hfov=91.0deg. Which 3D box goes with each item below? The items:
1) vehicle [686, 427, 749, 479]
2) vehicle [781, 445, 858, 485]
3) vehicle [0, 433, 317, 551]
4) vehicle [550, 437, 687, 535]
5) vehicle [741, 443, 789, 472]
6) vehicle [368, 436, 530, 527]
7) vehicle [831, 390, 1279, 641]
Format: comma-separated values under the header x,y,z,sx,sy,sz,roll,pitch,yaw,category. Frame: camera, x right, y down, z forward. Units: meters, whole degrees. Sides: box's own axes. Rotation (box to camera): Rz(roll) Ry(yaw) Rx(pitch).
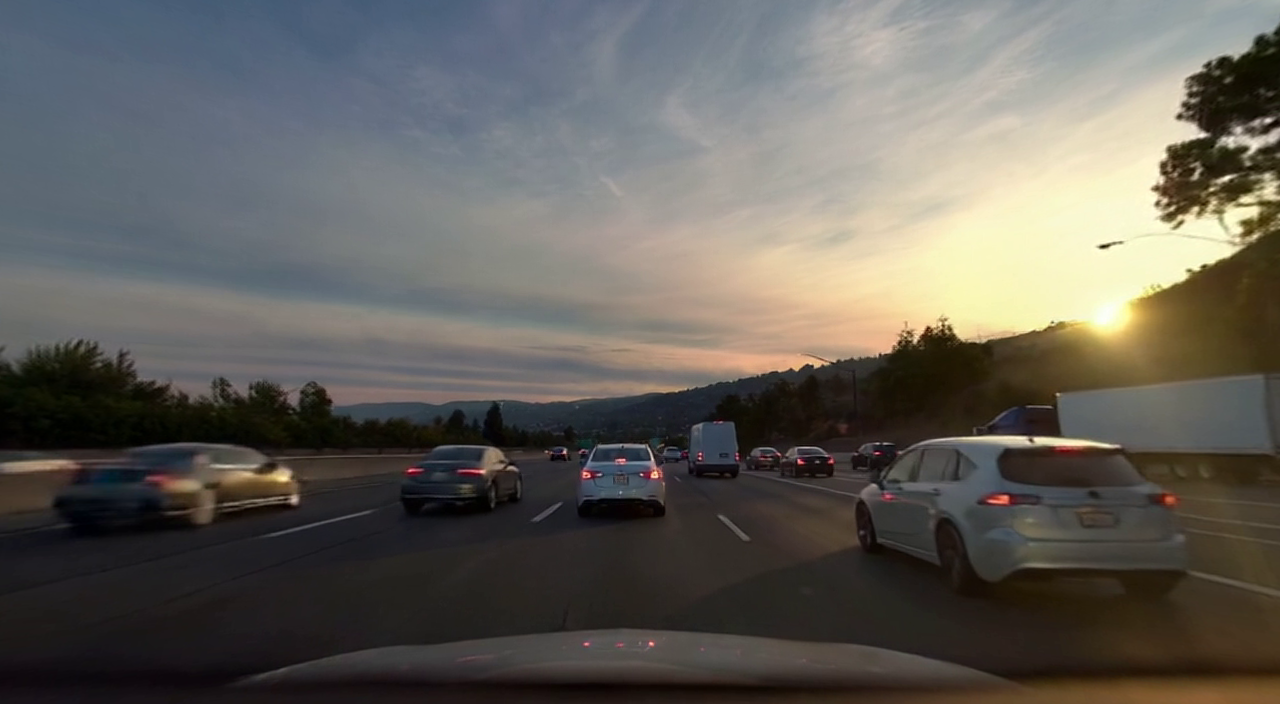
x,y,z,sx,sy,sz,roll,pitch,yaw,category
3.689,4.991,31.108,2.440,2.313,5.266,0,-9,0,vehicle
7.400,4.690,26.413,1.942,1.482,4.250,0,-9,-1,vehicle
-7.929,2.251,10.910,2.032,1.549,4.850,0,-9,1,vehicle
-0.300,2.401,11.892,2.132,1.499,4.038,0,-9,1,vehicle
7.598,6.495,38.794,2.055,1.650,4.241,0,-9,-1,vehicle
-3.688,2.576,13.099,1.926,1.542,4.329,0,-9,1,vehicle
3.596,1.413,6.344,2.053,1.666,4.106,0,-9,0,vehicle
